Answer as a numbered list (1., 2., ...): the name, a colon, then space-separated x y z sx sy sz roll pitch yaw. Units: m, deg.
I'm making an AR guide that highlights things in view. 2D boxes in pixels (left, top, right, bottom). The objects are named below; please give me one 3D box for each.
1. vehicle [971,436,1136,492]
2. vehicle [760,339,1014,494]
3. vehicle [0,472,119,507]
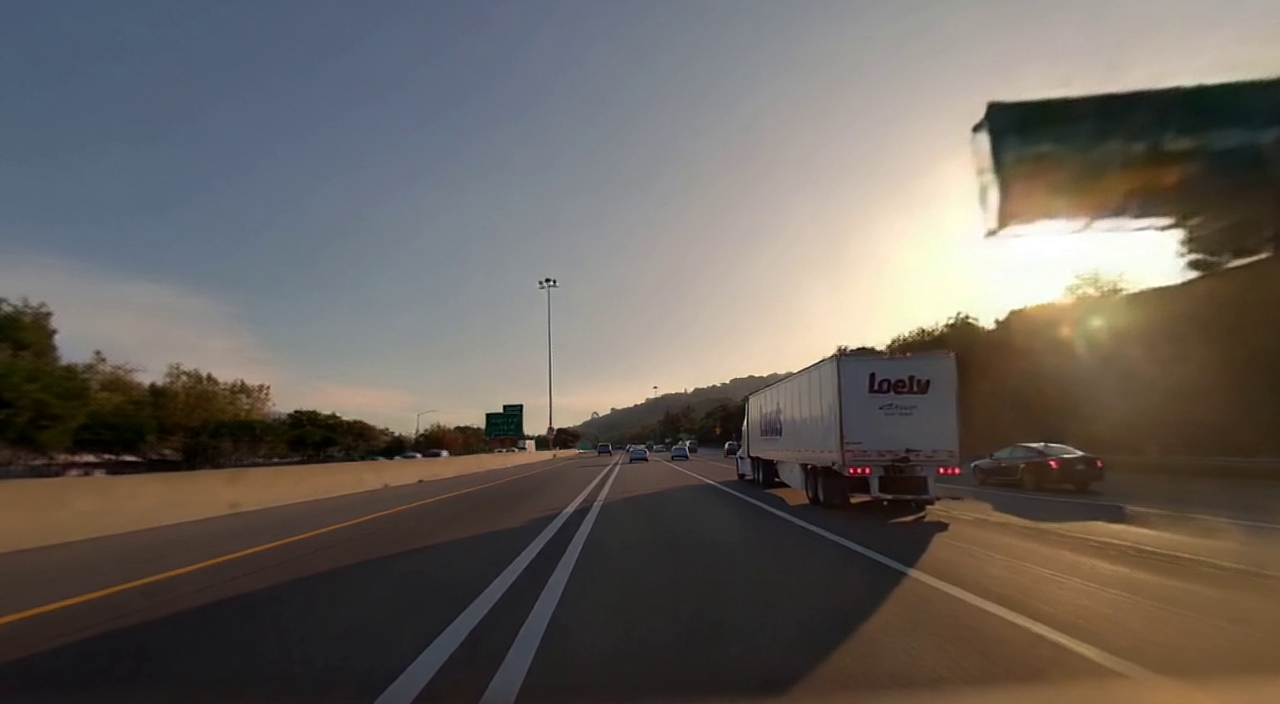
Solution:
1. vehicle: 12.151 3.323 19.020 1.862 1.462 4.459 0 -9 -2
2. vehicle: 8.108 2.925 25.049 2.892 4.128 16.495 0 -9 -2
3. vehicle: -30.337 7.138 33.115 1.948 1.479 4.914 0 -9 -1
